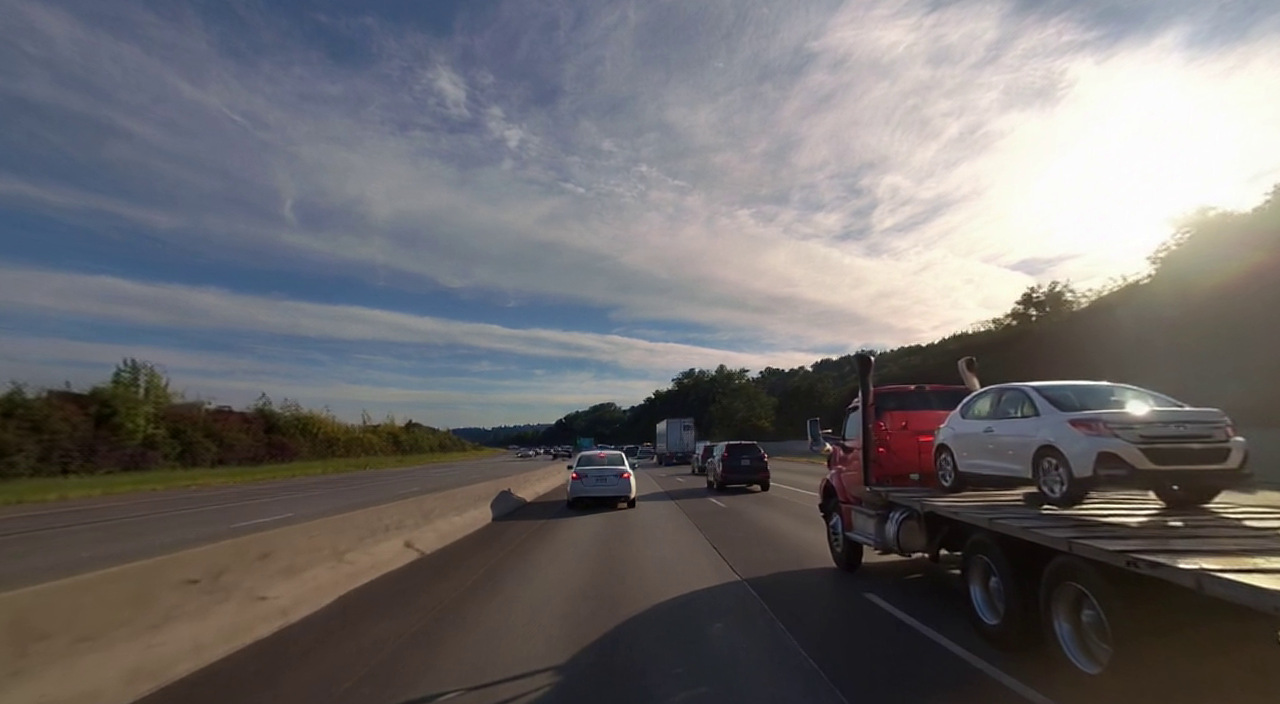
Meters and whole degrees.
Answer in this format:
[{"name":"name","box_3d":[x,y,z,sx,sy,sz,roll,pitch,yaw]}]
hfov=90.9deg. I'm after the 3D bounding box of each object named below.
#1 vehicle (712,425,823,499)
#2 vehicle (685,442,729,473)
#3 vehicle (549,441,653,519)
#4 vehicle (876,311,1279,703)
[{"name":"vehicle","box_3d":[3.535,3.161,18.297,2.303,1.889,3.920,0,-9,-1]},{"name":"vehicle","box_3d":[3.680,5.922,35.486,1.938,1.660,4.223,0,-9,-1]},{"name":"vehicle","box_3d":[-0.737,2.761,14.001,1.991,1.466,3.675,0,-9,0]},{"name":"vehicle","box_3d":[3.413,1.005,4.095,1.959,1.783,4.407,0,-9,-1]}]
